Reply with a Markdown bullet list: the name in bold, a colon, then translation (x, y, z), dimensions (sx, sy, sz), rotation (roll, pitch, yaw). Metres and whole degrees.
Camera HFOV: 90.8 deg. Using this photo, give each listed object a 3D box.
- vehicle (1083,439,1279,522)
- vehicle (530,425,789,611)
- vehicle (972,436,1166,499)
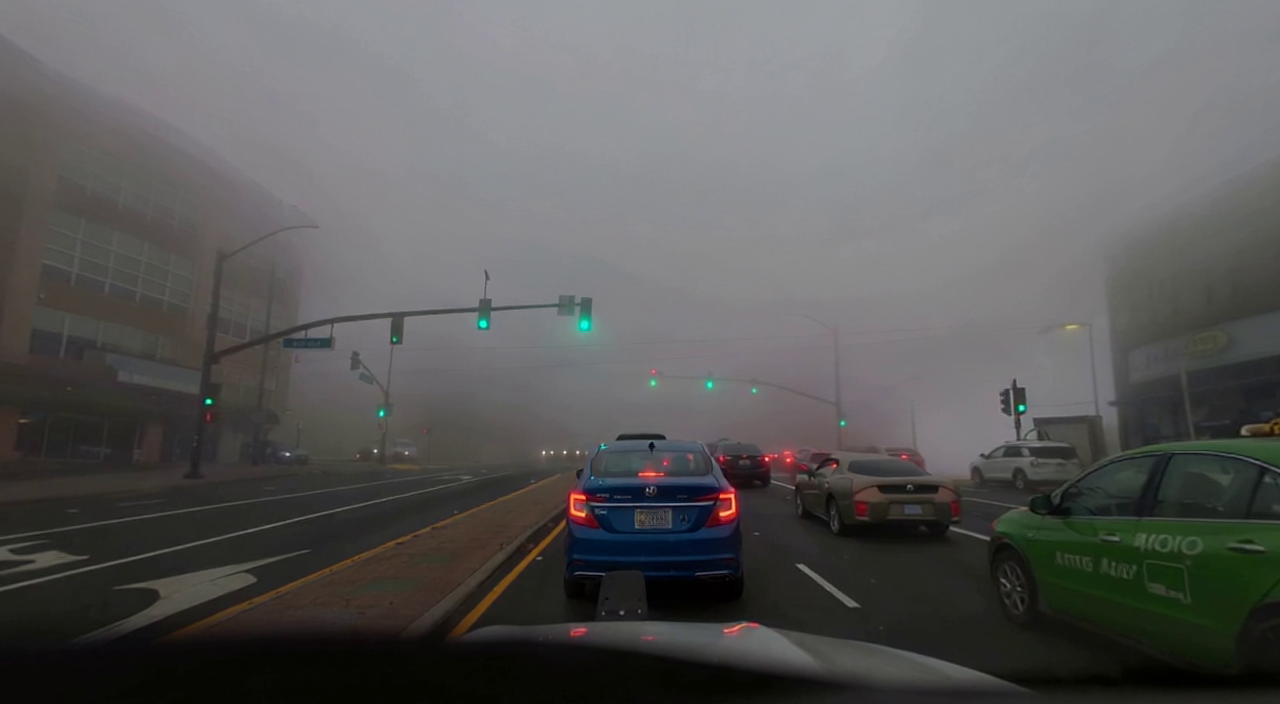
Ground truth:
- **vehicle**: translation (14.140, 3.103, 15.908), dimensions (2.235, 1.721, 5.230), rotation (0, -9, 1)
- **vehicle**: translation (0.121, 1.656, 7.256), dimensions (2.067, 1.471, 4.241), rotation (0, -9, -1)
- **vehicle**: translation (14.064, 3.820, 21.376), dimensions (2.309, 1.819, 5.793), rotation (1, -9, -3)
